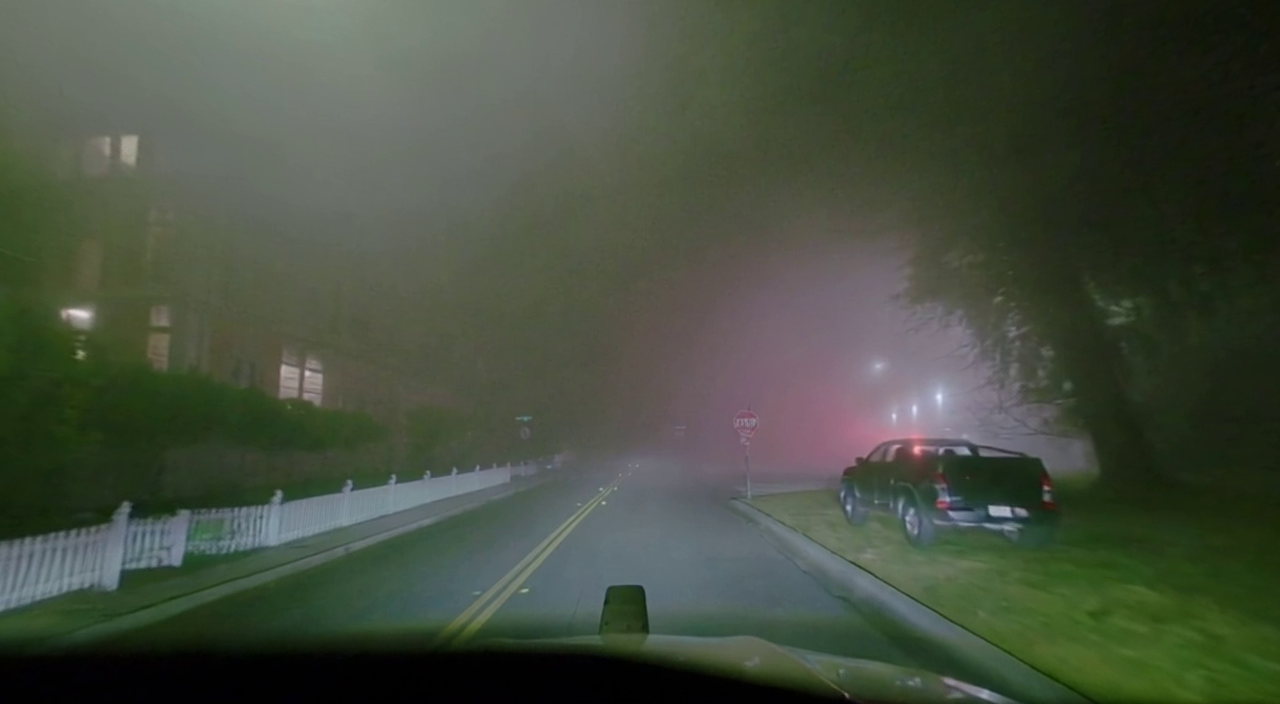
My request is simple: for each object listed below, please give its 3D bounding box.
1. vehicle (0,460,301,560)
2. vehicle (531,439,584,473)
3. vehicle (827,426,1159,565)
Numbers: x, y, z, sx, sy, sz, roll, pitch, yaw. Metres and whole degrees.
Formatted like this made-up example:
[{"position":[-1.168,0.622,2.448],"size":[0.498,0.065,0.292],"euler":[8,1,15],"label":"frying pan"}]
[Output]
[{"position":[-8.621,2.723,11.194],"size":[4.063,1.483,1.939],"euler":[-1,-8,-1],"label":"vehicle"},{"position":[-5.231,6.651,40.805],"size":[2.308,1.899,6.107],"euler":[-1,-8,3],"label":"vehicle"},{"position":[4.624,1.954,9.486],"size":[2.109,1.500,5.070],"euler":[0,-9,1],"label":"vehicle"}]
